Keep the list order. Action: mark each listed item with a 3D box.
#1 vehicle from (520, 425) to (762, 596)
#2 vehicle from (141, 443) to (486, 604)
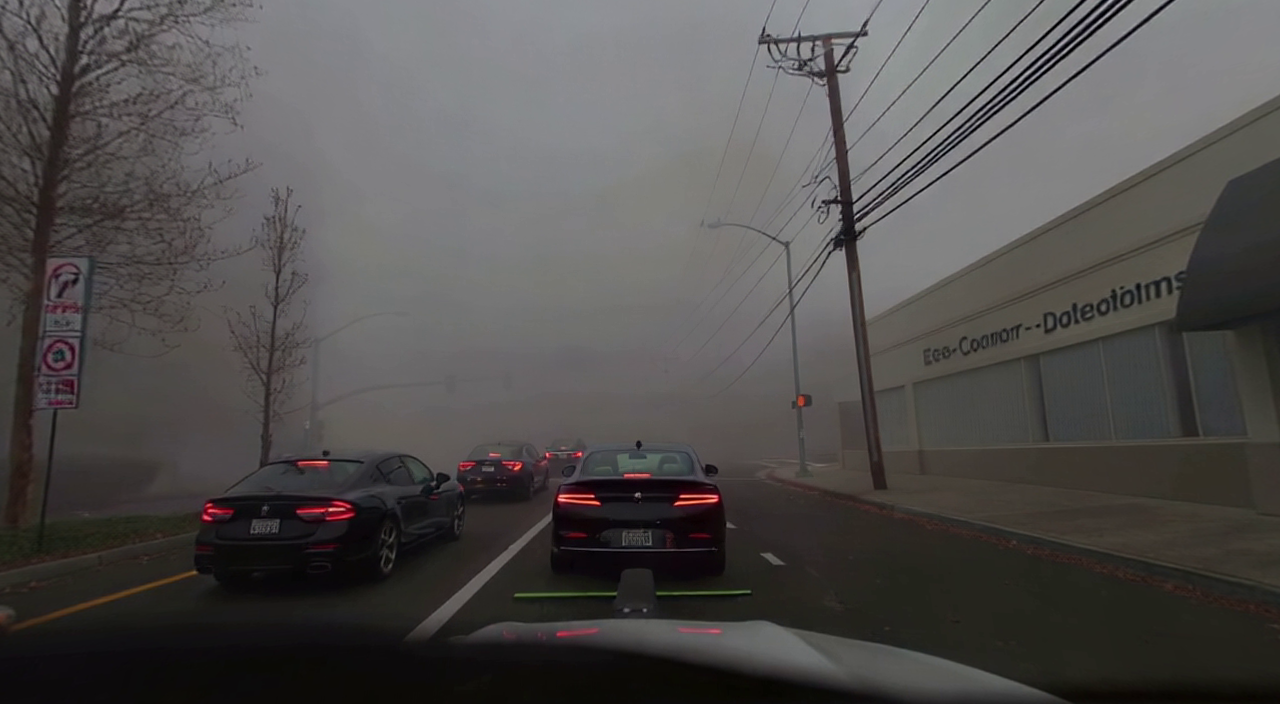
[{"bbox_3d":[-0.003,1.679,7.525,2.101,1.469,3.955,0,-9,0],"label":"vehicle"},{"bbox_3d":[-3.234,1.739,7.319,1.765,1.319,4.013,0,-9,2],"label":"vehicle"}]
